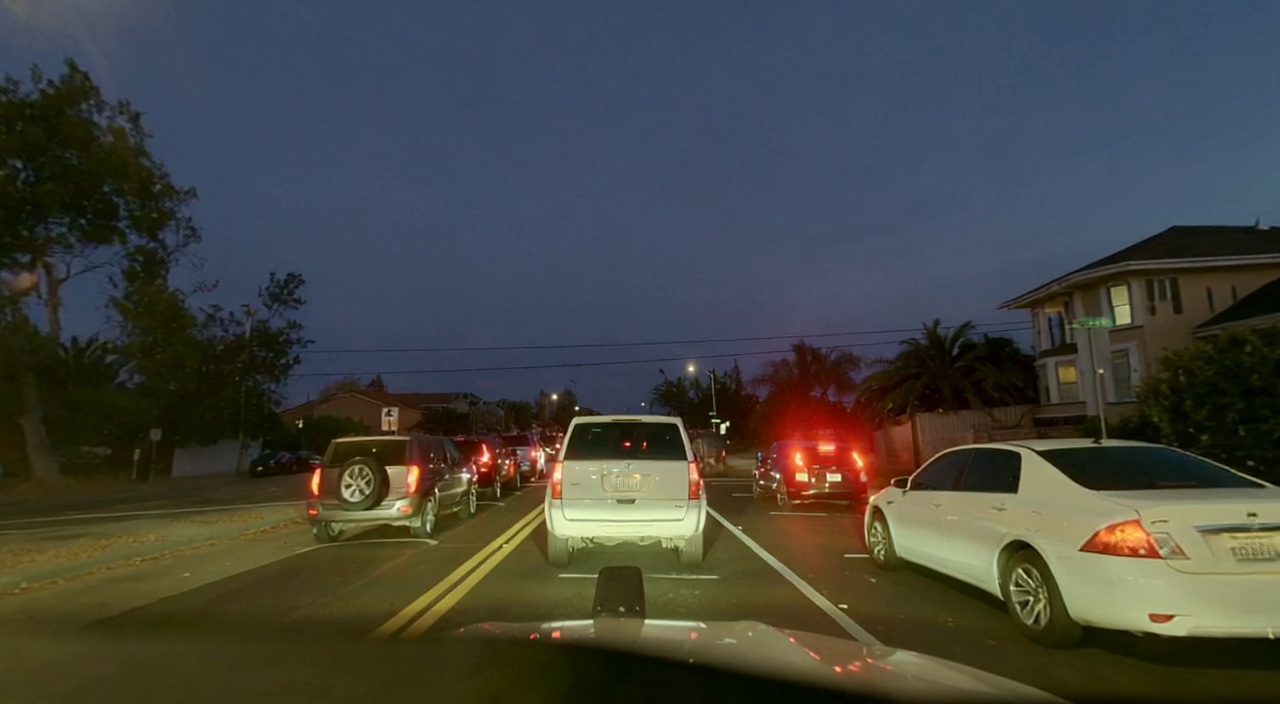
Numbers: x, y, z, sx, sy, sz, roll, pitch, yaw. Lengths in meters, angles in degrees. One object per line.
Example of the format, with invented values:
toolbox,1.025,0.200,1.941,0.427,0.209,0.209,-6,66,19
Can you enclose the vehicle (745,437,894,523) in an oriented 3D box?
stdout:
vehicle,3.470,2.523,13.050,1.880,1.476,3.932,0,-8,0

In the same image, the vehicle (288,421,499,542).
vehicle,-3.721,2.019,10.512,1.864,1.576,4.324,0,-8,-2

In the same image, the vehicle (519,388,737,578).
vehicle,-0.212,1.609,8.493,2.164,1.867,4.254,0,-8,-3

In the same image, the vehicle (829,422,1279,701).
vehicle,3.468,1.465,5.771,1.977,1.480,4.589,0,-8,-1
